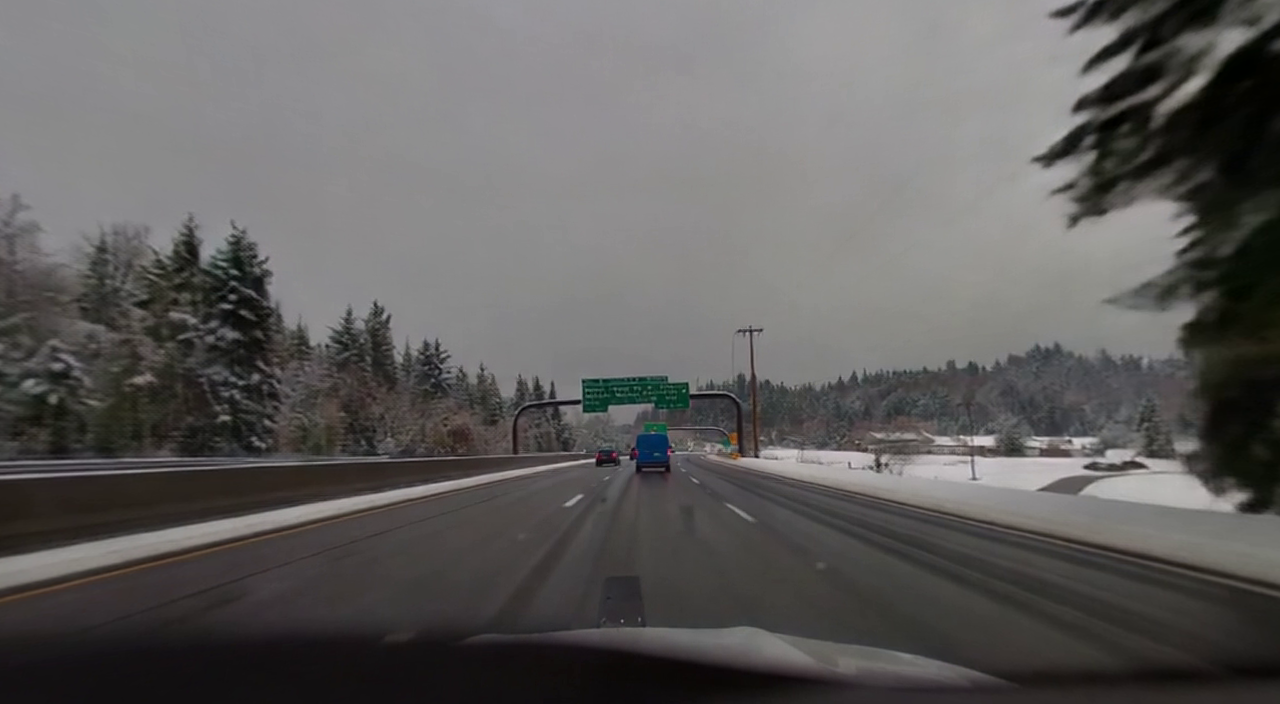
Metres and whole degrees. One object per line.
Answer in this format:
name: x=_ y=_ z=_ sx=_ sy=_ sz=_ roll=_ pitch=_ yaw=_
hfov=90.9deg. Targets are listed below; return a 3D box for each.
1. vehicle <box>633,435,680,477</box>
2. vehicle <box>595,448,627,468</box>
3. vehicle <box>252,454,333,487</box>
vehicle: x=0.865 y=5.397 z=32.785 sx=2.261 sy=1.969 sz=5.104 roll=-1 pitch=-9 yaw=2
vehicle: x=-2.185 y=8.087 z=48.041 sx=1.996 sy=1.433 sz=4.316 roll=-1 pitch=-9 yaw=3
vehicle: x=-17.347 y=5.904 z=31.710 sx=1.673 sy=1.469 sz=3.993 roll=-1 pitch=-9 yaw=2
